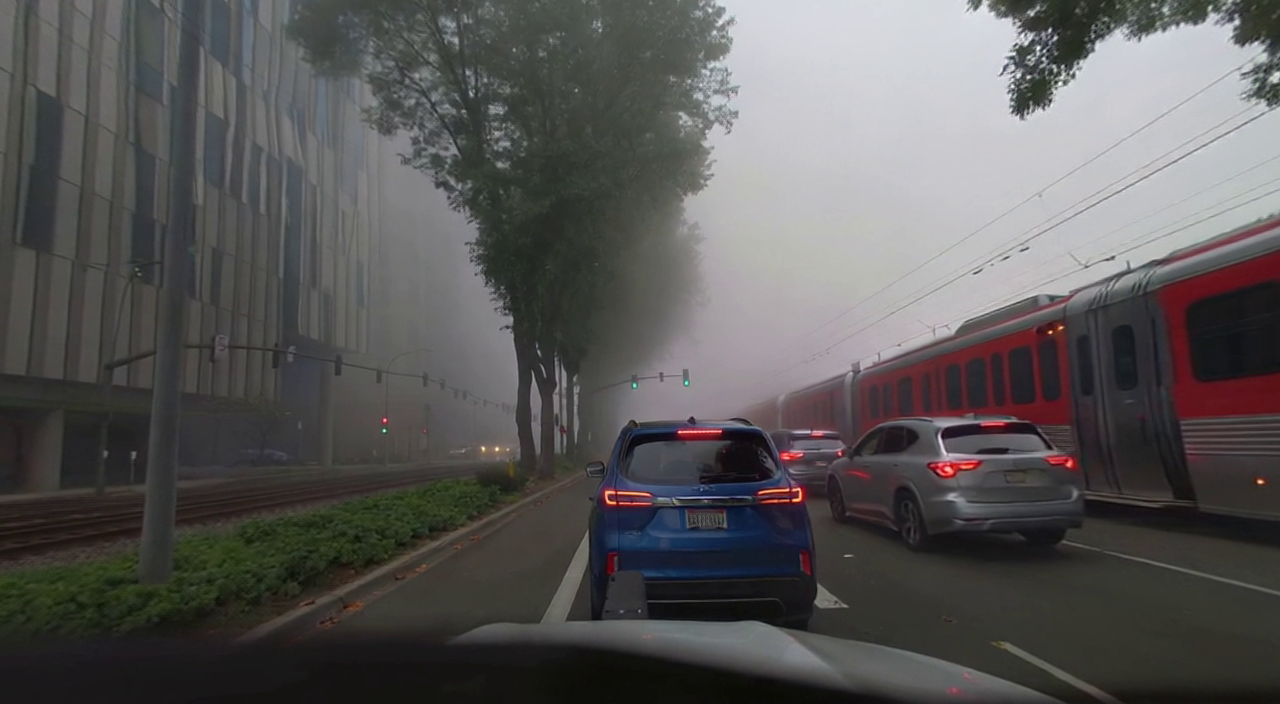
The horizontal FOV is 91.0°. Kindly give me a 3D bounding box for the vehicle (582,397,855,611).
[{"bbox_3d":[0.515,1.518,7.144,2.190,1.684,4.084,0,-9,-3],"label":"vehicle"}]

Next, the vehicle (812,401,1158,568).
[{"bbox_3d":[4.366,1.783,9.269,2.165,1.760,5.064,0,-9,-1],"label":"vehicle"}]
